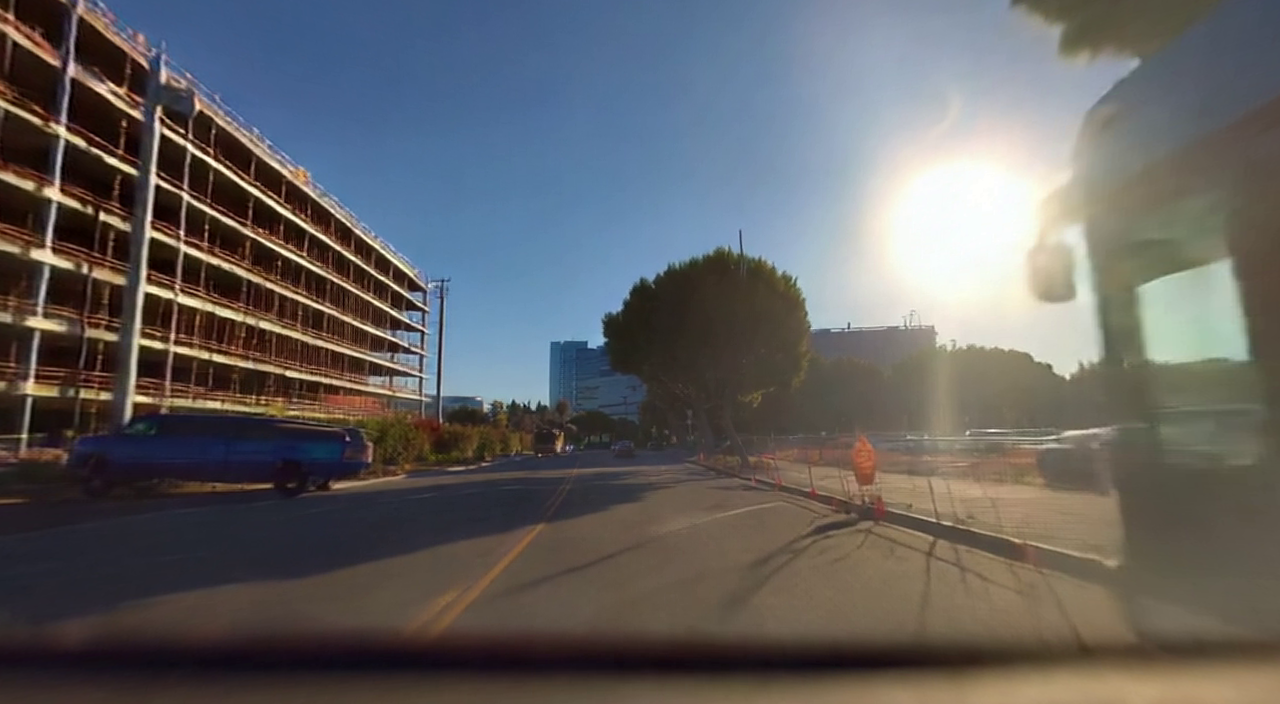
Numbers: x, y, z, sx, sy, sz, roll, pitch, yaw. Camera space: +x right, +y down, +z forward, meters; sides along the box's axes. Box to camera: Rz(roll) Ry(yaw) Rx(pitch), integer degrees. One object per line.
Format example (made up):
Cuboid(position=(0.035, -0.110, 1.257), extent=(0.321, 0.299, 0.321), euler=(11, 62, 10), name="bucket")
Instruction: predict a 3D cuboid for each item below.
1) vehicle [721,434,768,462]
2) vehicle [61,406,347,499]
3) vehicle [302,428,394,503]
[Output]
Cuboid(position=(7.689, 7.185, 47.244), extent=(2.267, 1.911, 5.816), euler=(0, -8, -3), name="vehicle")
Cuboid(position=(-14.105, 3.352, 21.162), extent=(7.067, 2.785, 2.980), euler=(2, -9, -10), name="vehicle")
Cuboid(position=(-8.701, 3.346, 19.039), extent=(1.515, 2.074, 2.668), euler=(0, -7, -2), name="vehicle")
